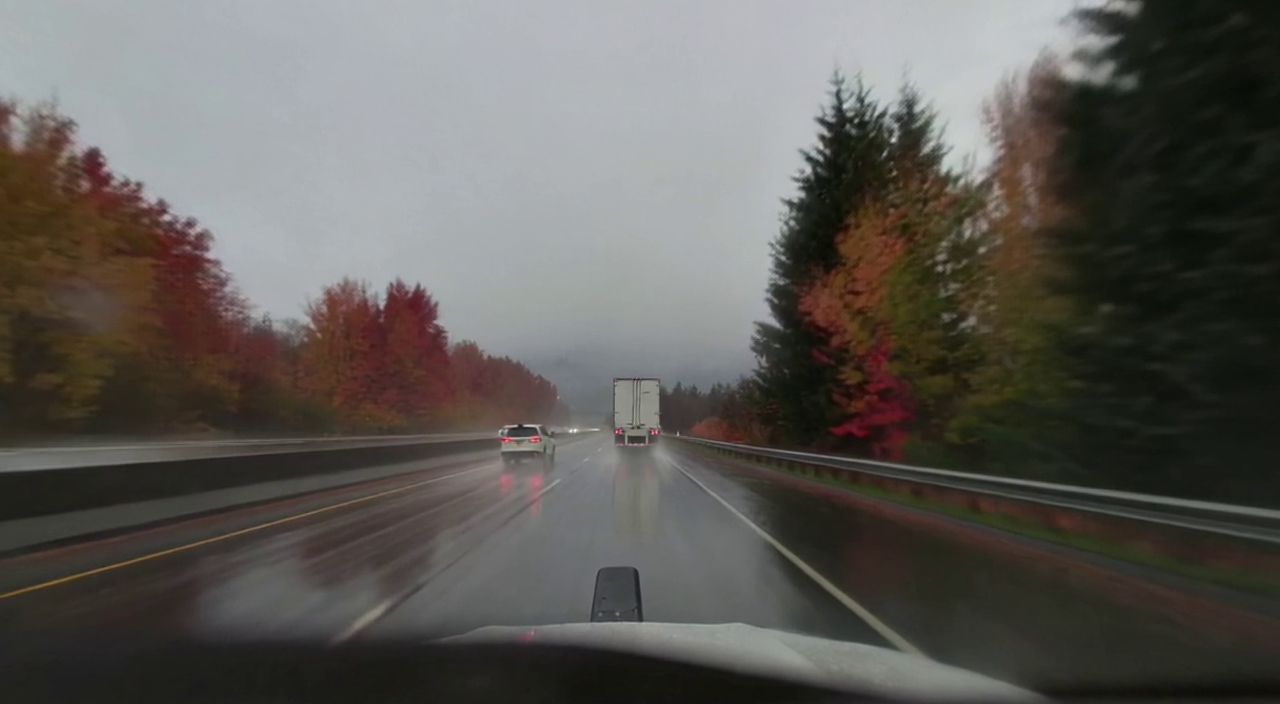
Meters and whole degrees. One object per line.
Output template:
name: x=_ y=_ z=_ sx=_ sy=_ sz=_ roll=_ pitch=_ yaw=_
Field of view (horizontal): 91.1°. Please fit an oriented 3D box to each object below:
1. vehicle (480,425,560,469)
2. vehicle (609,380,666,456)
vehicle: x=-4.440 y=3.598 z=23.991 sx=2.217 sy=1.495 sz=4.245 roll=0 pitch=-8 yaw=0
vehicle: x=-0.335 y=4.224 z=38.955 sx=3.013 sy=4.016 sz=11.496 roll=0 pitch=-8 yaw=-2
